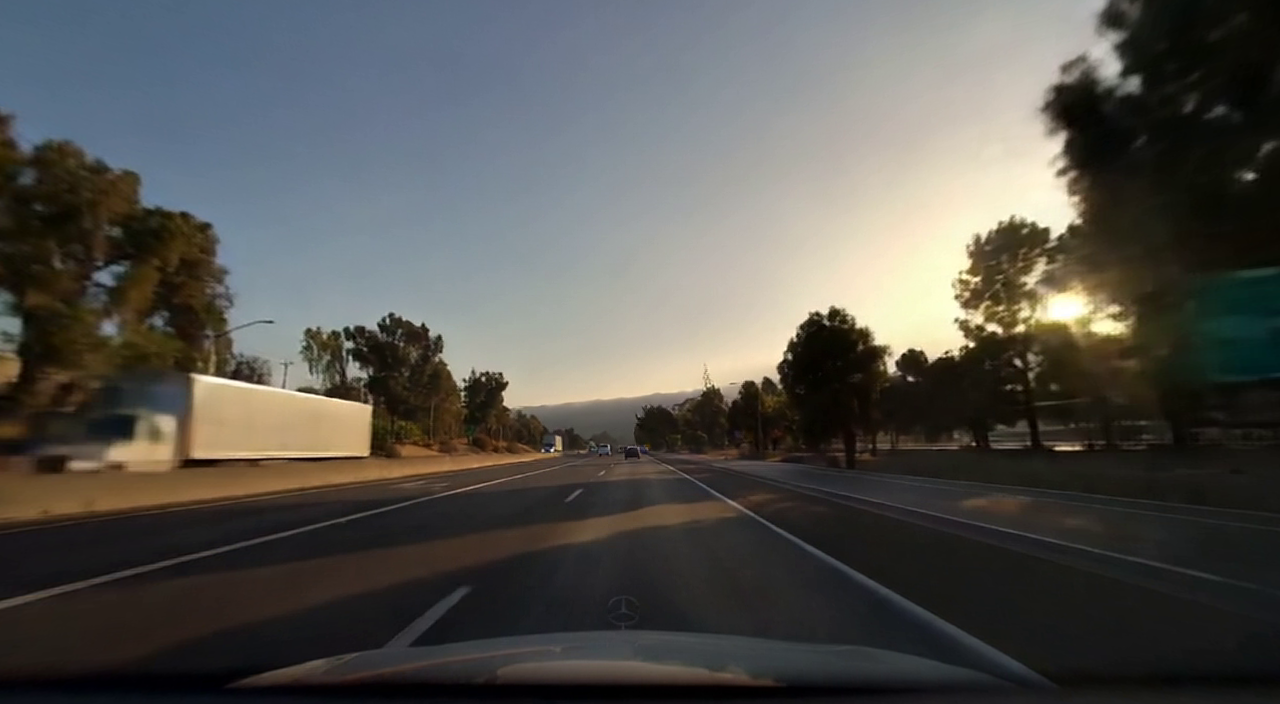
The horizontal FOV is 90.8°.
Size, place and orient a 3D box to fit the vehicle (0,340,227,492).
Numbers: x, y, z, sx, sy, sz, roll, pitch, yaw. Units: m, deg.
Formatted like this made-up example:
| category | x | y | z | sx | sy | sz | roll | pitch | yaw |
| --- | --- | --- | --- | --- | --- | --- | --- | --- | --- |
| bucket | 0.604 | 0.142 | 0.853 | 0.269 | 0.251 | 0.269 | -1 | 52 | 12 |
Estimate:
| category | x | y | z | sx | sy | sz | roll | pitch | yaw |
| --- | --- | --- | --- | --- | --- | --- | --- | --- | --- |
| vehicle | -16.195 | 2.090 | 19.251 | 2.986 | 3.924 | 5.914 | 0 | -9 | -1 |
